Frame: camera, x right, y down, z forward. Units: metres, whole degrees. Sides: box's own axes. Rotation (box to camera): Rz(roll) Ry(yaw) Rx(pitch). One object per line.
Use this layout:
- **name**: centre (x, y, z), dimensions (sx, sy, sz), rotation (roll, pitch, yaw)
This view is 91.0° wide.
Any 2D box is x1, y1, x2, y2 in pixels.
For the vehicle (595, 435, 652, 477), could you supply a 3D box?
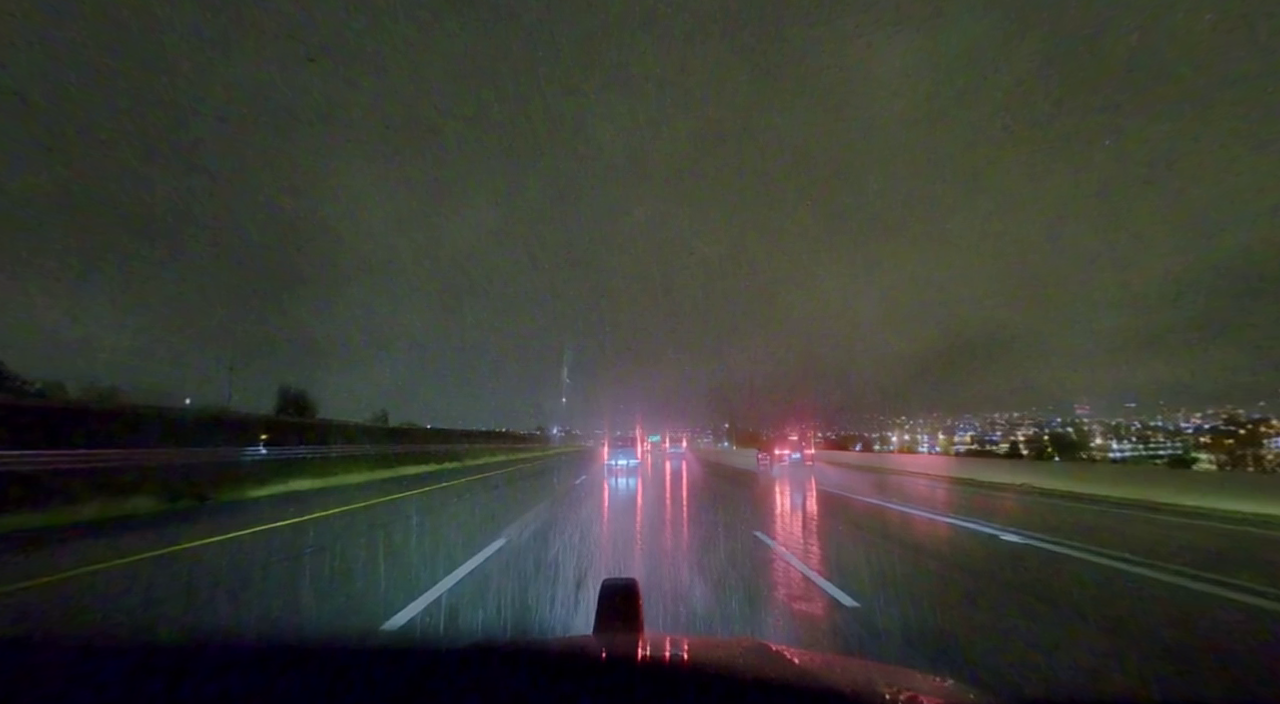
- **vehicle**: centre (-0.657, 4.253, 25.885), dimensions (2.147, 1.576, 3.964), rotation (0, -8, -1)
